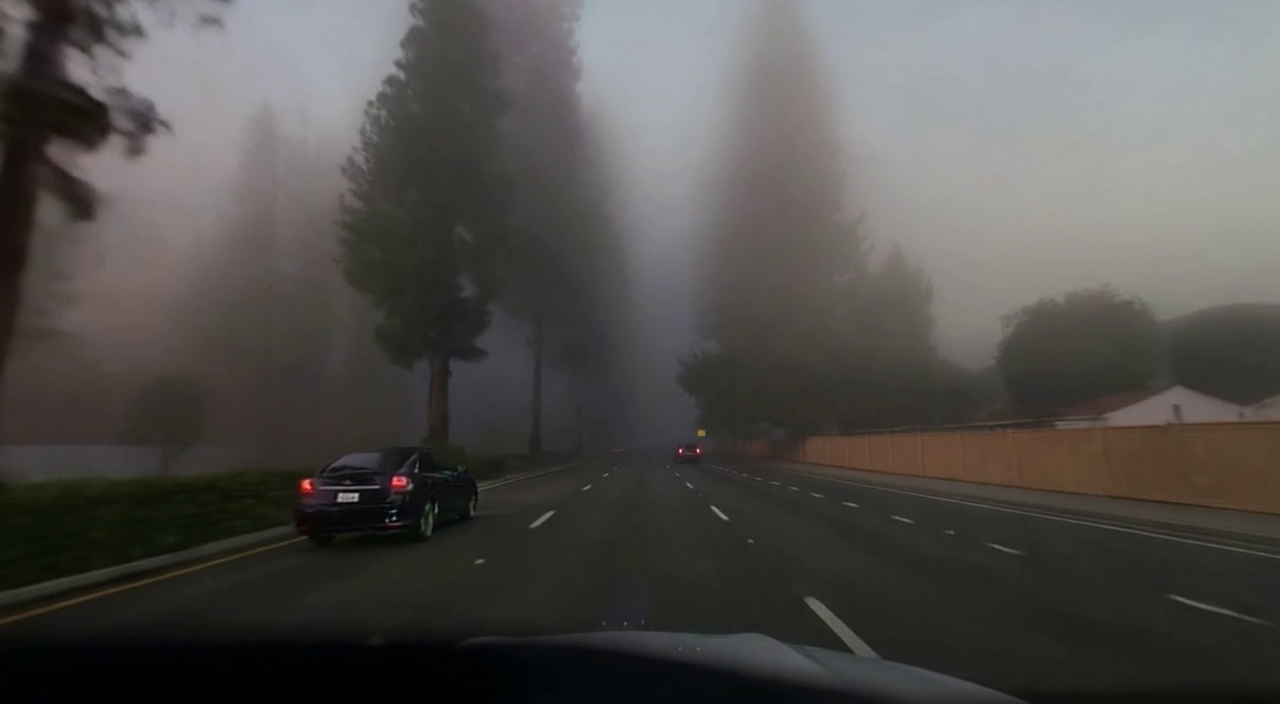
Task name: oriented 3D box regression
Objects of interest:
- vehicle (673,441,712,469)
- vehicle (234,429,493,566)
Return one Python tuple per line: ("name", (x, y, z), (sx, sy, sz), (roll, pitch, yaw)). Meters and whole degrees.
("vehicle", (3.424, 6.827, 42.020), (2.114, 1.780, 4.445), (0, -8, -1))
("vehicle", (-3.654, 1.976, 9.417), (1.966, 1.524, 4.410), (0, -8, -2))
